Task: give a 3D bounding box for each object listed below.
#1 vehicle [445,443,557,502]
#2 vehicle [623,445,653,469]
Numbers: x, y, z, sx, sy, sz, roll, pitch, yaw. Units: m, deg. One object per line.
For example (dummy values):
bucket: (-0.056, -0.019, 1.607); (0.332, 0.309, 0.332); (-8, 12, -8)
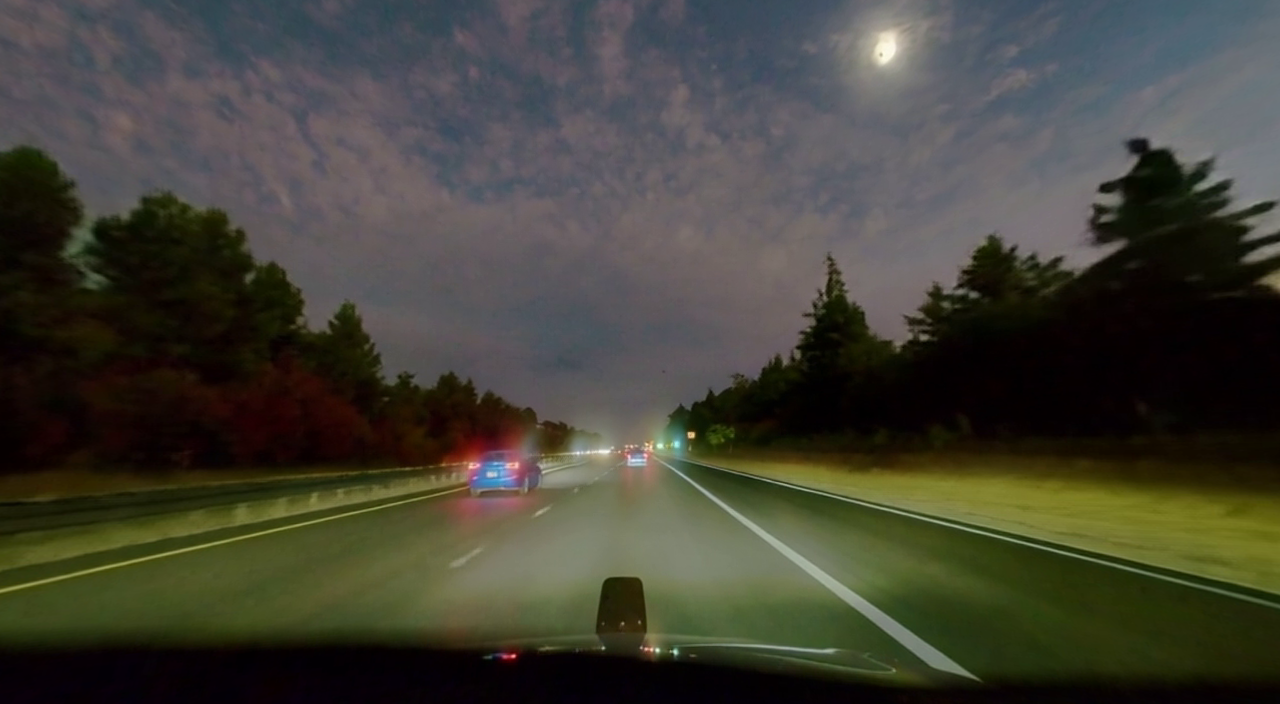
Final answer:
vehicle: (-3.850, 3.437, 18.415); (2.157, 1.483, 4.601); (0, -9, 1)
vehicle: (-0.098, 7.225, 43.434); (2.011, 1.590, 3.607); (0, -9, 1)
